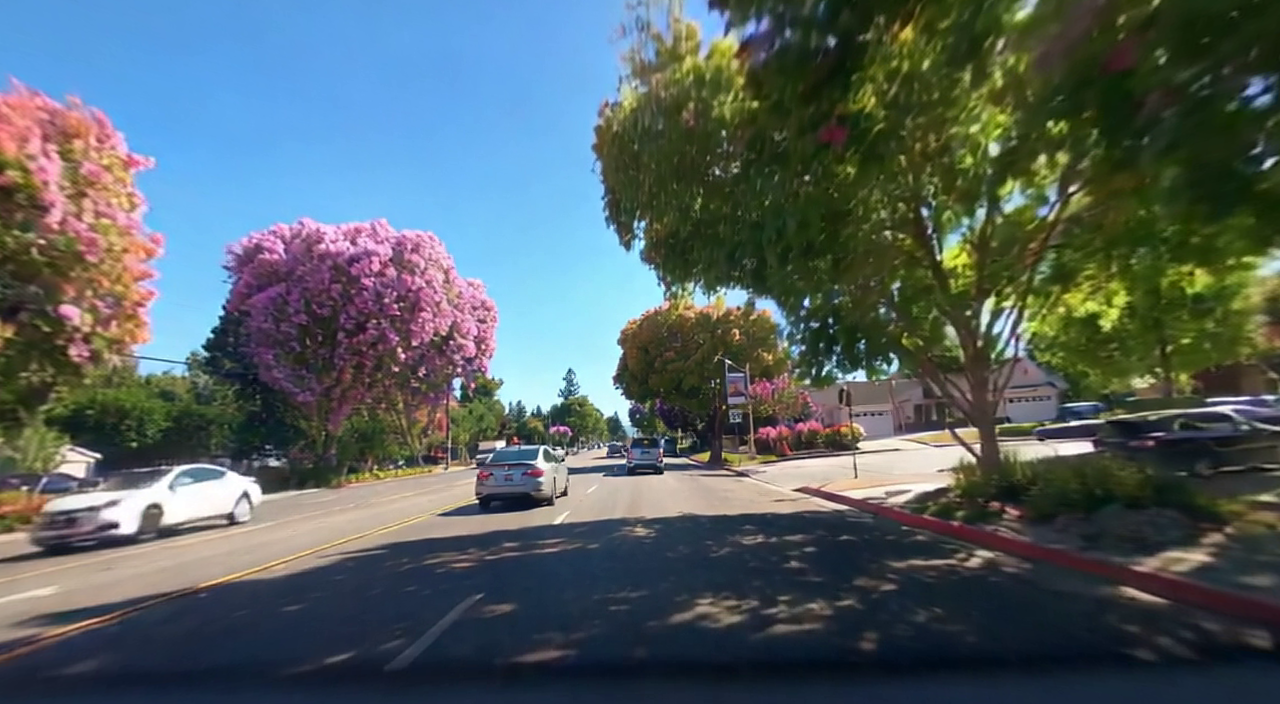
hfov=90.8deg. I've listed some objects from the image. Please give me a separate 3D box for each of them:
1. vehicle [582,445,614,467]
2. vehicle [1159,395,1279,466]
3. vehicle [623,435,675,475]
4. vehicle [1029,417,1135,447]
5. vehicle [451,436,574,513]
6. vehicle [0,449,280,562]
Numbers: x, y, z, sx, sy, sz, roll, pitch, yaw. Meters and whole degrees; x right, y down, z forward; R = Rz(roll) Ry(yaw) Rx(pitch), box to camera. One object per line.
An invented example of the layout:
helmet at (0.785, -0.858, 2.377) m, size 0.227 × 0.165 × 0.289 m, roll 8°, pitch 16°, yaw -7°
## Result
vehicle at (-2.942, 7.362, 44.977) m, size 2.001 × 1.431 × 4.389 m, roll -1°, pitch -8°, yaw 0°
vehicle at (17.766, 2.136, 17.626) m, size 2.025 × 1.751 × 5.113 m, roll -5°, pitch -6°, yaw -2°
vehicle at (0.386, 5.052, 31.192) m, size 2.376 × 1.801 × 4.317 m, roll -1°, pitch -9°, yaw 0°
vehicle at (23.169, 4.277, 33.361) m, size 1.987 × 1.465 × 4.819 m, roll 0°, pitch -8°, yaw -2°
vehicle at (-3.005, 2.982, 15.890) m, size 2.167 × 1.634 × 4.220 m, roll -1°, pitch -9°, yaw 1°
vehicle at (-9.606, 2.832, 12.544) m, size 2.190 × 1.744 × 4.612 m, roll -1°, pitch -8°, yaw 0°
